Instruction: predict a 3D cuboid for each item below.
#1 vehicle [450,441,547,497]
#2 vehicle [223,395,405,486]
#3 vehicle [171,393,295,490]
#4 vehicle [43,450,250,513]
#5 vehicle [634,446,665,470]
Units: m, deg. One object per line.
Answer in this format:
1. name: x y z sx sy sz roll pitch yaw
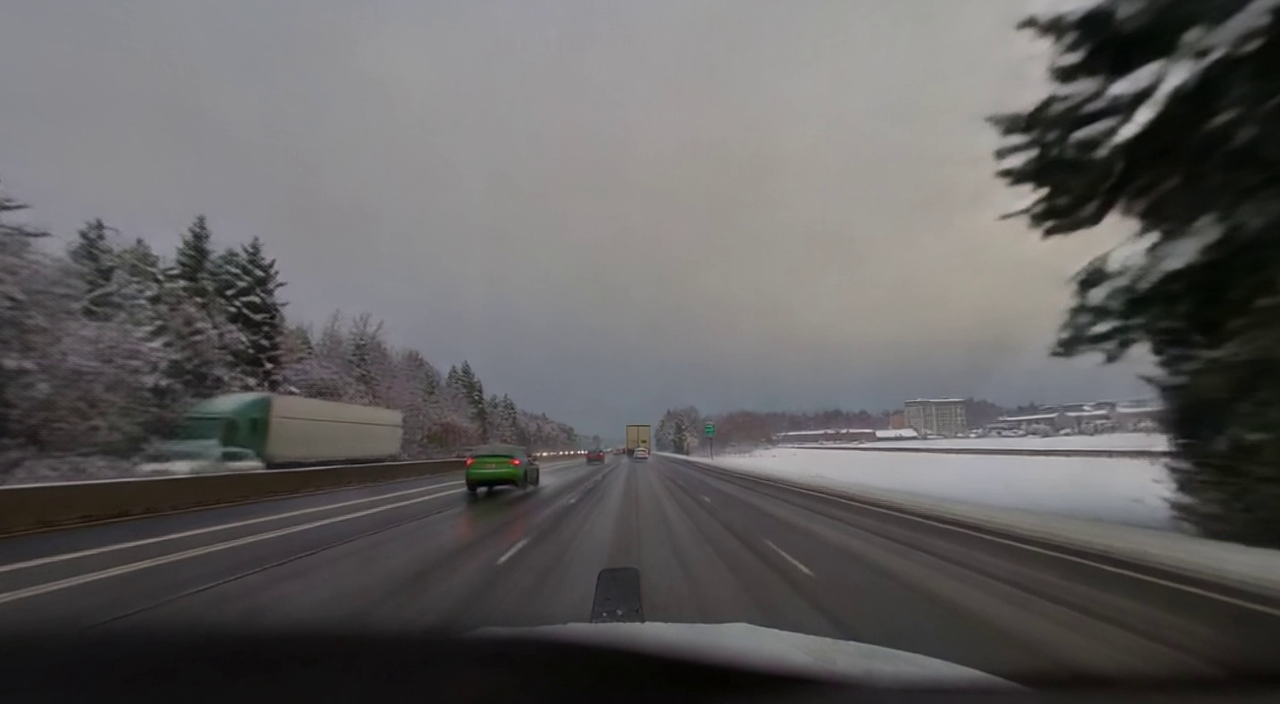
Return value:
1. vehicle: -4.330 3.654 19.998 2.172 1.548 3.953 0 -9 0
2. vehicle: -17.228 5.065 35.343 2.889 4.027 13.945 0 -9 -1
3. vehicle: -17.150 3.789 26.826 3.087 3.865 2.819 0 -9 -1
4. vehicle: -12.775 3.342 16.821 1.865 1.431 4.524 0 -9 0
5. vehicle: 0.612 7.343 43.775 1.992 1.593 3.937 0 -9 -1
